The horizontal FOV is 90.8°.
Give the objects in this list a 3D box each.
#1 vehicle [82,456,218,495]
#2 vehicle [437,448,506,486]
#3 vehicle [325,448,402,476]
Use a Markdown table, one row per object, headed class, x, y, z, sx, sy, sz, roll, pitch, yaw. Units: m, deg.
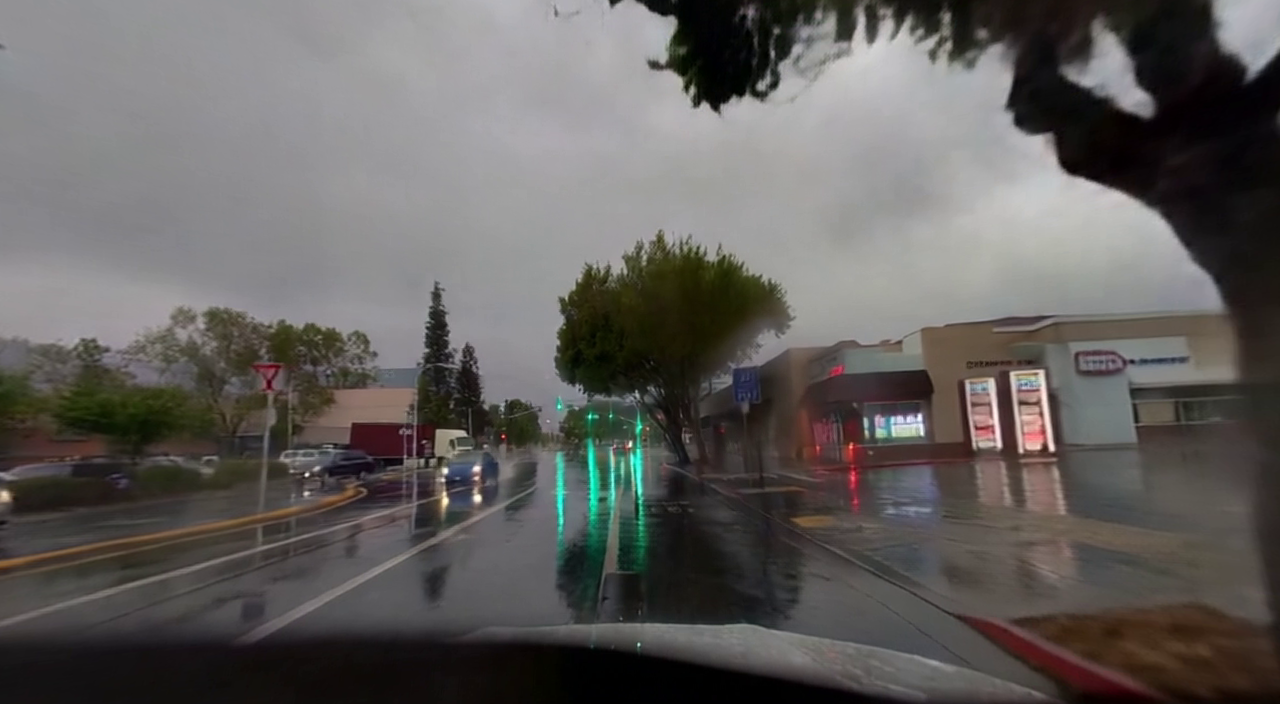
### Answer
| class | x | y | z | sx | sy | sz | roll | pitch | yaw |
| --- | --- | --- | --- | --- | --- | --- | --- | --- | --- |
| vehicle | -21.948 | 5.542 | 28.555 | 1.928 | 1.490 | 4.462 | -4 | -9 | 16 |
| vehicle | -7.363 | 5.045 | 28.018 | 1.899 | 1.517 | 4.384 | 0 | -8 | -1 |
| vehicle | -18.097 | 7.206 | 41.629 | 2.101 | 1.721 | 4.587 | -3 | -9 | 17 |
